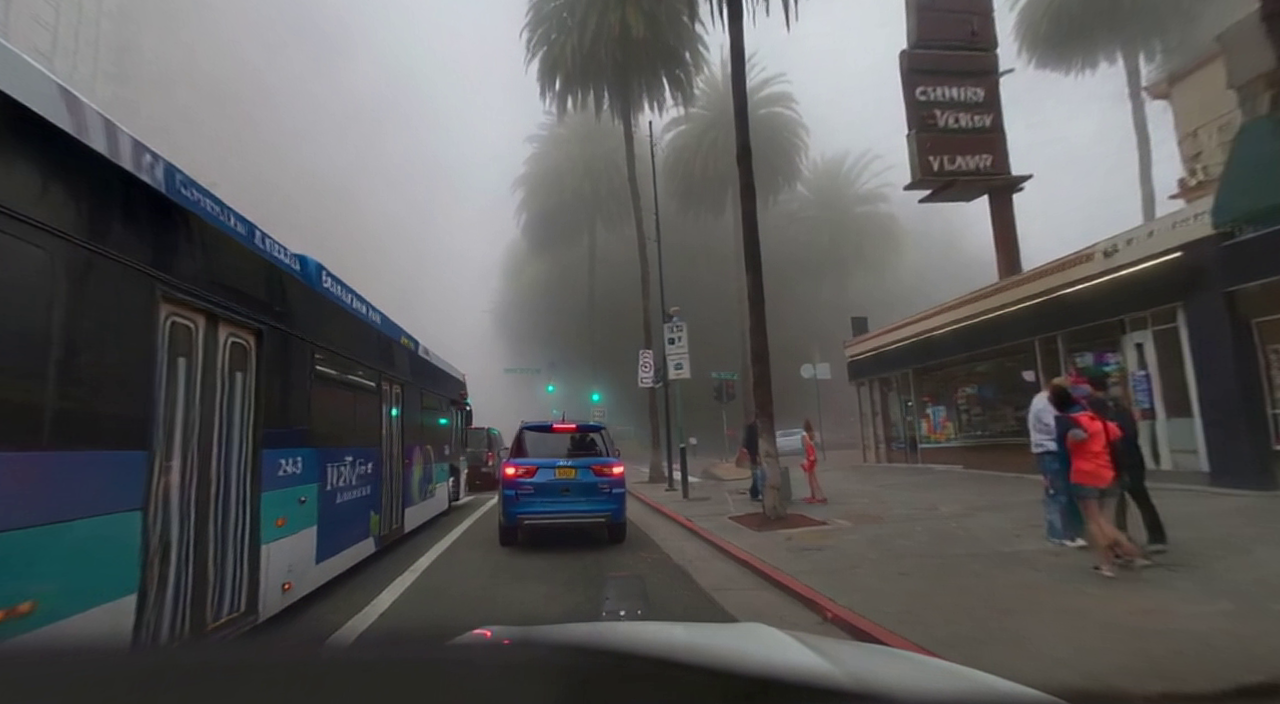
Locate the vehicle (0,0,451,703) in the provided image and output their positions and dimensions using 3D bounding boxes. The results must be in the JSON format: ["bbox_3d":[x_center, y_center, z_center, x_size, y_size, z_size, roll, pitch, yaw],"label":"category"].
[{"bbox_3d":[-4.088,0.493,5.062,2.863,3.233,11.573,1,-8,-7],"label":"vehicle"}]

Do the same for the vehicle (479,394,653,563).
[{"bbox_3d":[-1.249,1.770,9.495,2.002,1.907,4.211,2,-9,-11],"label":"vehicle"}]
